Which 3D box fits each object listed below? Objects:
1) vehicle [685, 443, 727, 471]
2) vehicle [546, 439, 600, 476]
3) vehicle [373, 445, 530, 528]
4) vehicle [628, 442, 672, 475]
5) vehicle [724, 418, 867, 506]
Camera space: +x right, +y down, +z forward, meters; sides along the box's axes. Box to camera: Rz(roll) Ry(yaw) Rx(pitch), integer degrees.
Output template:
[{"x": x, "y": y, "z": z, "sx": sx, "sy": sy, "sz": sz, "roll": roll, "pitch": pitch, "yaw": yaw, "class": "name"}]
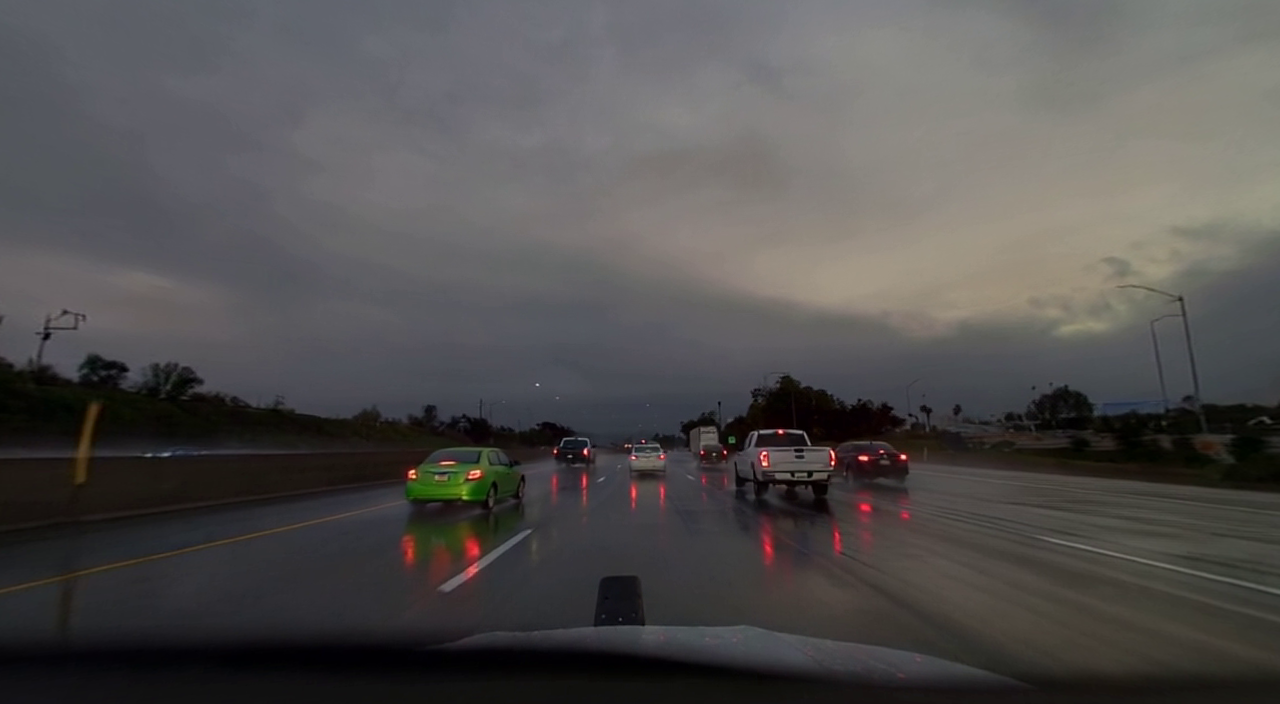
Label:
[{"x": 4.130, "y": 6.680, "z": 40.342, "sx": 2.145, "sy": 1.636, "sz": 4.437, "roll": 0, "pitch": -9, "yaw": -1, "class": "vehicle"}, {"x": -3.394, "y": 5.484, "z": 33.019, "sx": 2.176, "sy": 1.783, "sz": 4.799, "roll": 0, "pitch": -9, "yaw": 1, "class": "vehicle"}, {"x": -3.705, "y": 2.702, "z": 13.290, "sx": 1.947, "sy": 1.424, "sz": 4.264, "roll": 0, "pitch": -9, "yaw": 1, "class": "vehicle"}, {"x": 0.520, "y": 5.580, "z": 33.163, "sx": 2.147, "sy": 1.572, "sz": 4.094, "roll": 0, "pitch": -9, "yaw": 0, "class": "vehicle"}, {"x": 3.792, "y": 2.838, "z": 16.674, "sx": 2.340, "sy": 1.925, "sz": 5.529, "roll": 0, "pitch": -9, "yaw": -1, "class": "vehicle"}]
